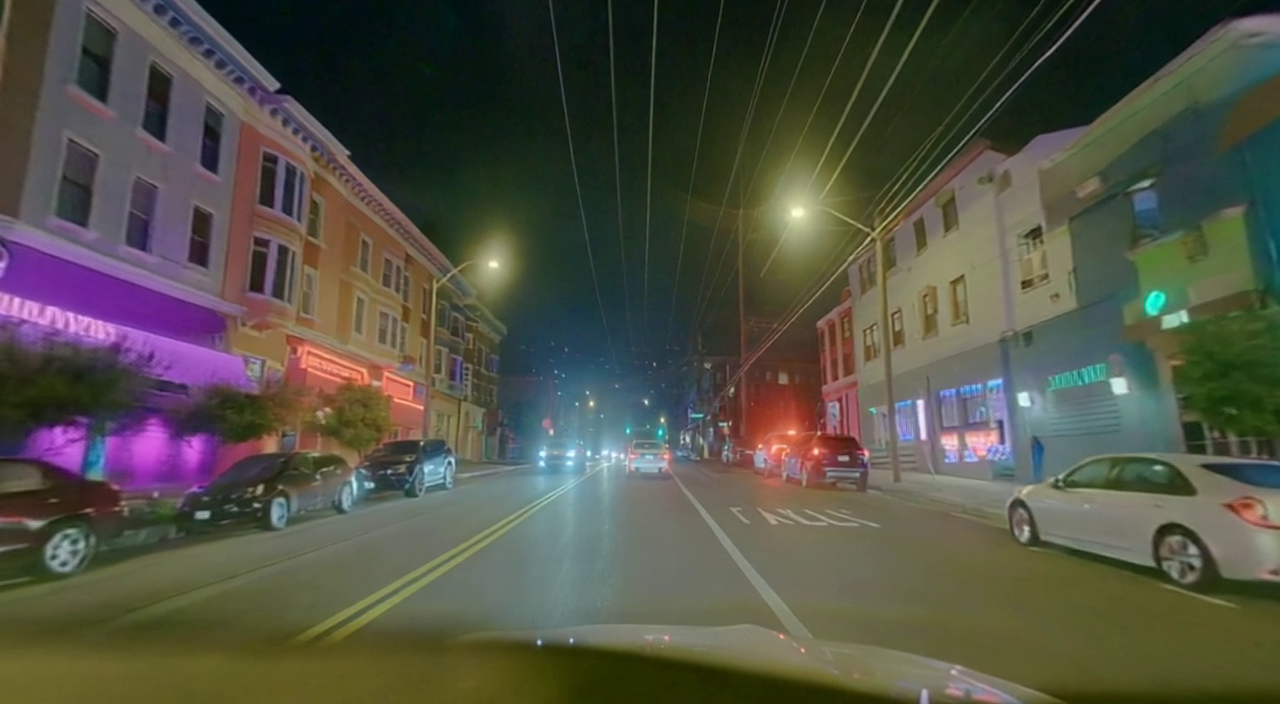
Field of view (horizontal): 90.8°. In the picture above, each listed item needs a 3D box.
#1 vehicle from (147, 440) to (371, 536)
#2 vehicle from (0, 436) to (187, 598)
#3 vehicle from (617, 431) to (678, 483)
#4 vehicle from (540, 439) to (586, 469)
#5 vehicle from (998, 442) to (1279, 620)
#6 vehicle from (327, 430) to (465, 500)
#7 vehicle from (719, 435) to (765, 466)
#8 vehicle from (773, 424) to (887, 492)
[{"bbox_3d":[-7.264,2.564,12.701,1.928,1.552,4.234,0,-8,-1],"label":"vehicle"},{"bbox_3d":[-7.294,1.658,6.362,1.884,1.582,4.837,0,-7,0],"label":"vehicle"},{"bbox_3d":[0.288,3.665,22.233,1.980,1.635,3.795,0,-8,1],"label":"vehicle"},{"bbox_3d":[-4.160,5.568,34.663,1.944,1.515,4.428,0,-8,0],"label":"vehicle"},{"bbox_3d":[6.557,1.908,7.746,1.842,1.561,4.084,0,-8,-1],"label":"vehicle"},{"bbox_3d":[-7.254,3.377,19.523,2.095,1.847,5.290,0,-8,1],"label":"vehicle"},{"bbox_3d":[6.753,6.611,42.392,2.197,1.917,5.637,0,-8,1],"label":"vehicle"},{"bbox_3d":[6.445,3.691,22.370,2.203,2.052,5.975,0,-8,0],"label":"vehicle"}]
